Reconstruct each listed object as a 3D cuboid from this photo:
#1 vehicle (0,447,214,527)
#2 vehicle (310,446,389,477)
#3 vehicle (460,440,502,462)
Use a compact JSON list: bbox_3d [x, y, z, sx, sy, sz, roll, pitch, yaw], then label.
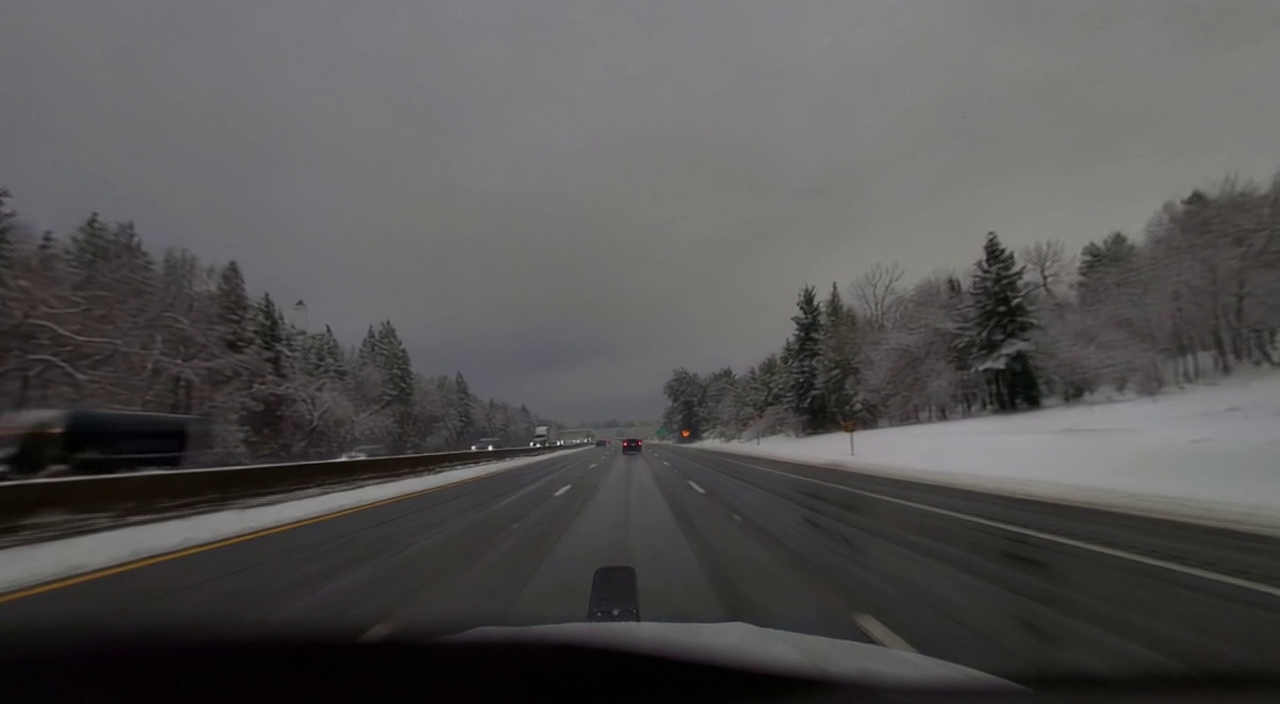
[{"bbox_3d":[-12.327,2.972,14.512,1.962,1.479,4.434,-1,-8,-1],"label":"vehicle"},{"bbox_3d":[-15.391,5.808,33.654,1.994,1.466,4.663,-1,-8,0],"label":"vehicle"},{"bbox_3d":[-12.084,7.541,48.073,2.109,1.557,4.531,-1,-8,0],"label":"vehicle"}]
